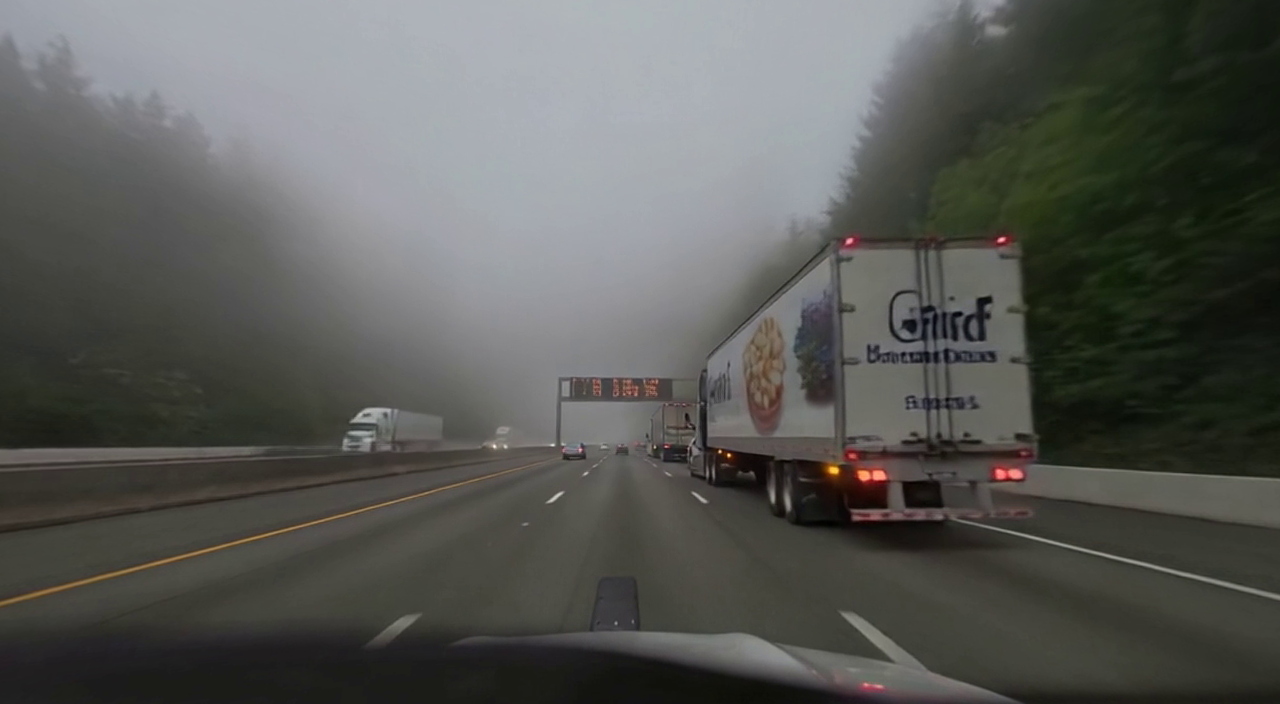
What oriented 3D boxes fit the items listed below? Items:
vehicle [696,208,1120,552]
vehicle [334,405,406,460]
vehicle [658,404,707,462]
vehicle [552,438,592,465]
[{"bbox_3d":[3.630,1.216,14.096,3.116,3.992,13.748,0,-8,-2],"label":"vehicle"},{"bbox_3d":[-21.172,6.394,49.736,3.025,4.066,6.003,0,-8,-1],"label":"vehicle"},{"bbox_3d":[3.064,6.401,48.596,3.085,4.062,8.965,0,-9,0],"label":"vehicle"},{"bbox_3d":[-4.330,6.414,40.900,2.206,1.644,4.027,0,-8,-1],"label":"vehicle"}]
